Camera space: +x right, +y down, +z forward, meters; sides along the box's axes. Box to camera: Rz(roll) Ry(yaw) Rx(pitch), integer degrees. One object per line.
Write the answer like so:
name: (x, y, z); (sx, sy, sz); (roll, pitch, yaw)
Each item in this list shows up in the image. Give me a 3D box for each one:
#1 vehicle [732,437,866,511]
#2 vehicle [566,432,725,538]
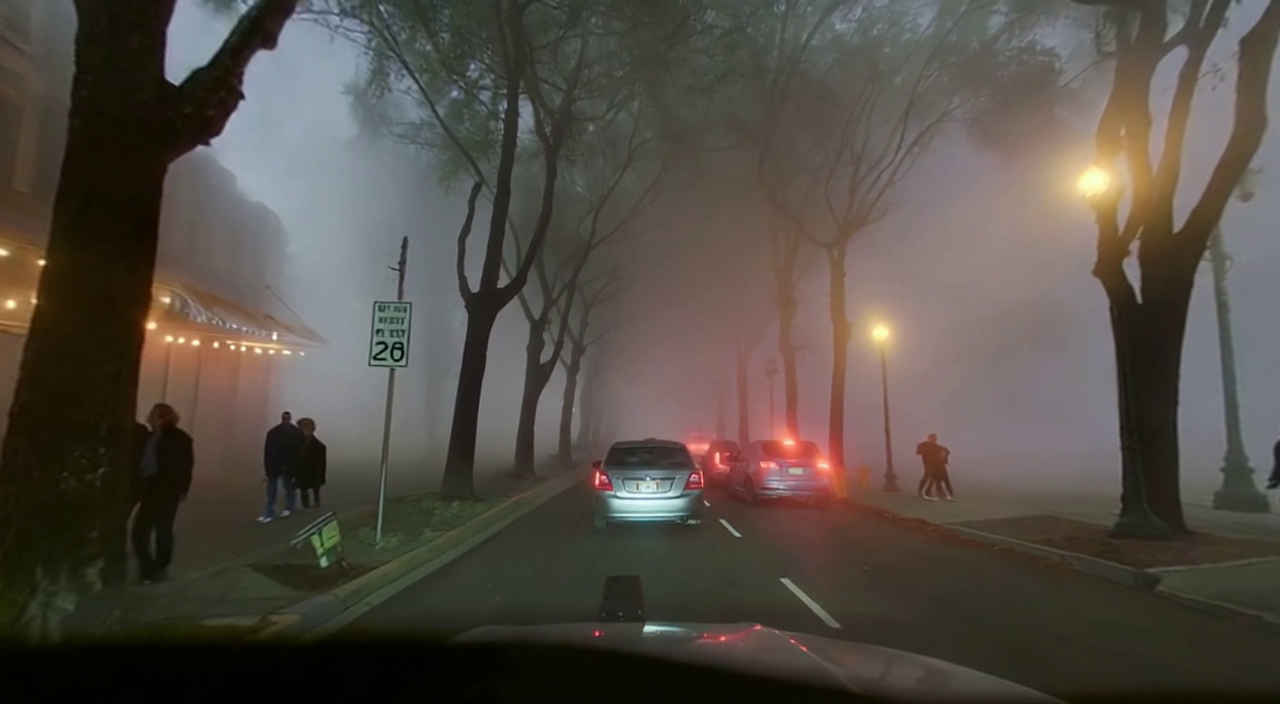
vehicle: (3.644, 2.884, 15.437); (2.025, 1.523, 4.426); (0, -9, -1)
vehicle: (0.009, 2.210, 11.137); (2.261, 1.474, 4.130); (0, -9, -2)
